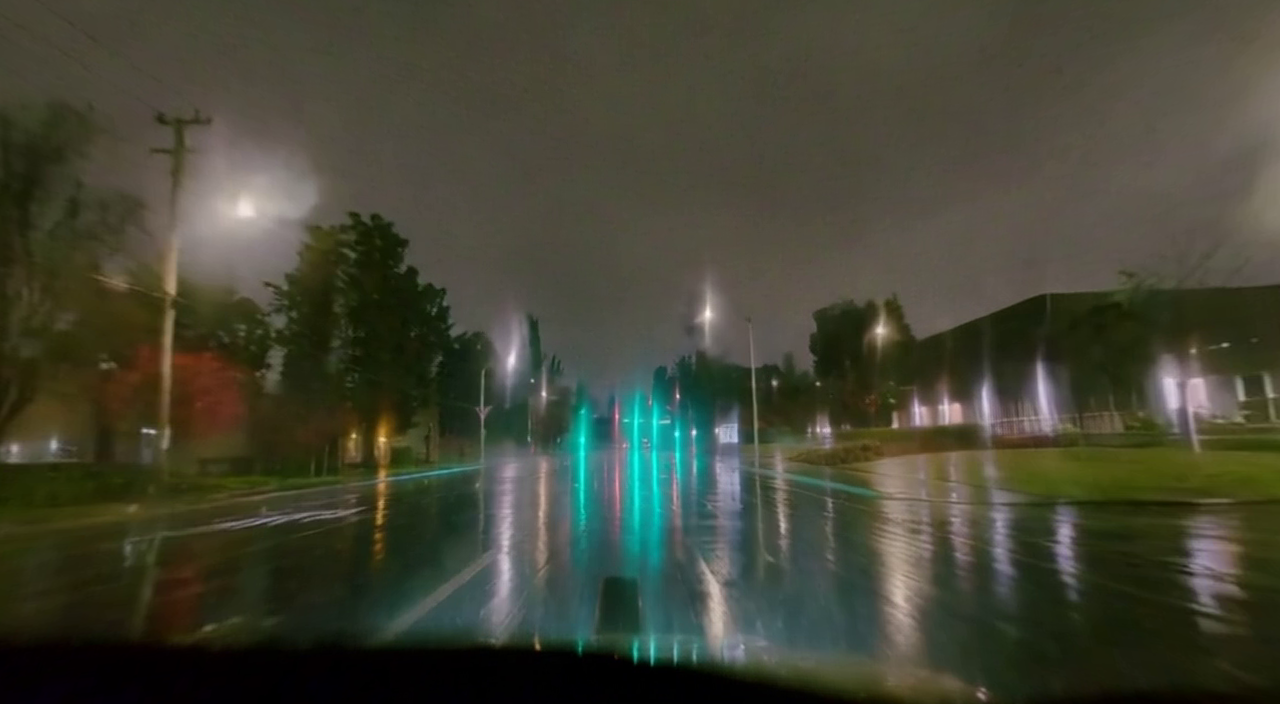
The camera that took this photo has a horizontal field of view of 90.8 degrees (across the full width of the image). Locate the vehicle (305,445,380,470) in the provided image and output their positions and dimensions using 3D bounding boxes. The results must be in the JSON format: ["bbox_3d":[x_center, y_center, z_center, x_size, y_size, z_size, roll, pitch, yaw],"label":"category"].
[{"bbox_3d":[-23.166,8.236,49.291,4.794,1.869,2.060,-1,-9,4],"label":"vehicle"}]
